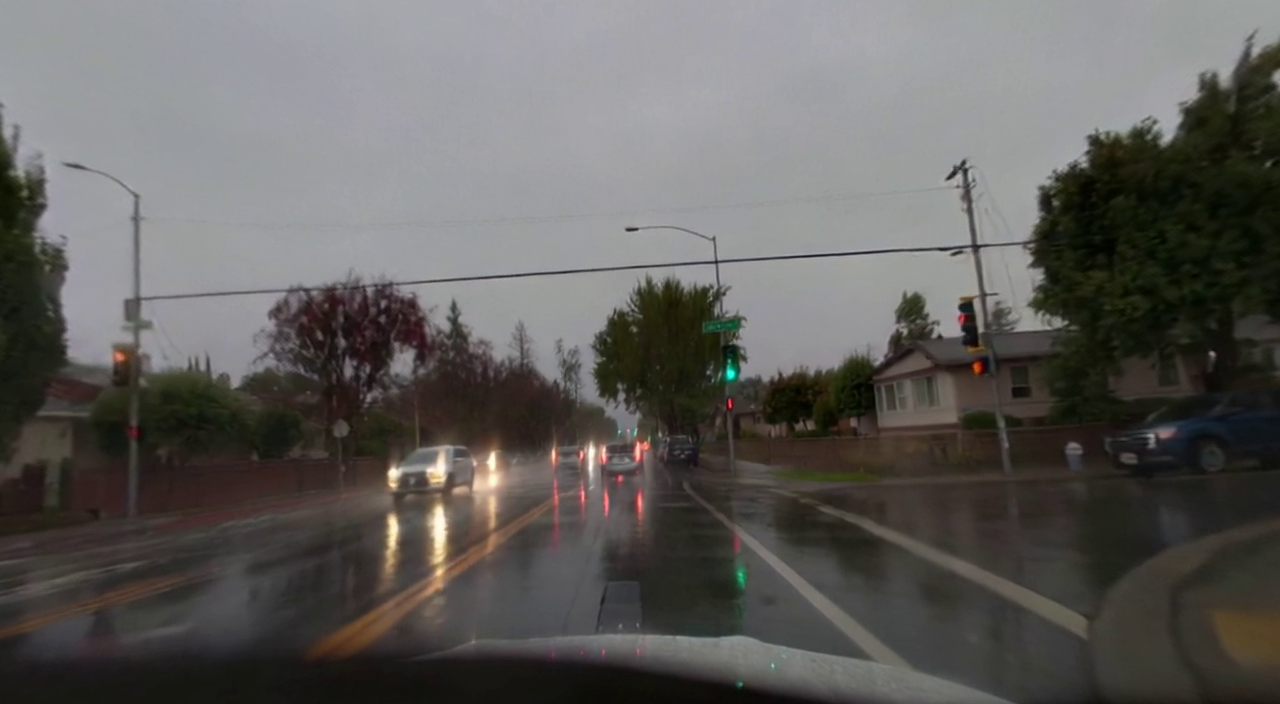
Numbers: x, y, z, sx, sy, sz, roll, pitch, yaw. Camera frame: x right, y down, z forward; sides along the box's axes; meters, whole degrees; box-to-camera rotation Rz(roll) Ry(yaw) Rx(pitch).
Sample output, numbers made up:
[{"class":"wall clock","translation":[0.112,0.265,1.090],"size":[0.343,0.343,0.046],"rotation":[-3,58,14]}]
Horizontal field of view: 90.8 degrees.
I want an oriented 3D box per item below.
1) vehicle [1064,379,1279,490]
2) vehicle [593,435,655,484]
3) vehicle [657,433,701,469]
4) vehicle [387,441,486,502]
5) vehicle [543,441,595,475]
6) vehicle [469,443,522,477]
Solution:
[{"class":"vehicle","translation":[13.125,1.694,13.497],"size":[6.141,2.000,2.552],"rotation":[-3,-9,1]},{"class":"vehicle","translation":[-0.596,3.886,23.110],"size":[2.041,1.575,4.304],"rotation":[-1,-8,-2]},{"class":"vehicle","translation":[2.172,5.707,36.592],"size":[2.119,1.884,4.567],"rotation":[0,-8,-2]},{"class":"vehicle","translation":[-6.627,3.886,21.090],"size":[1.958,1.706,4.281],"rotation":[-3,-8,-1]},{"class":"vehicle","translation":[-3.388,5.166,31.006],"size":[2.117,1.528,4.277],"rotation":[-1,-8,0]},{"class":"vehicle","translation":[-9.522,7.136,42.017],"size":[2.105,1.858,4.903],"rotation":[-7,-8,0]}]
